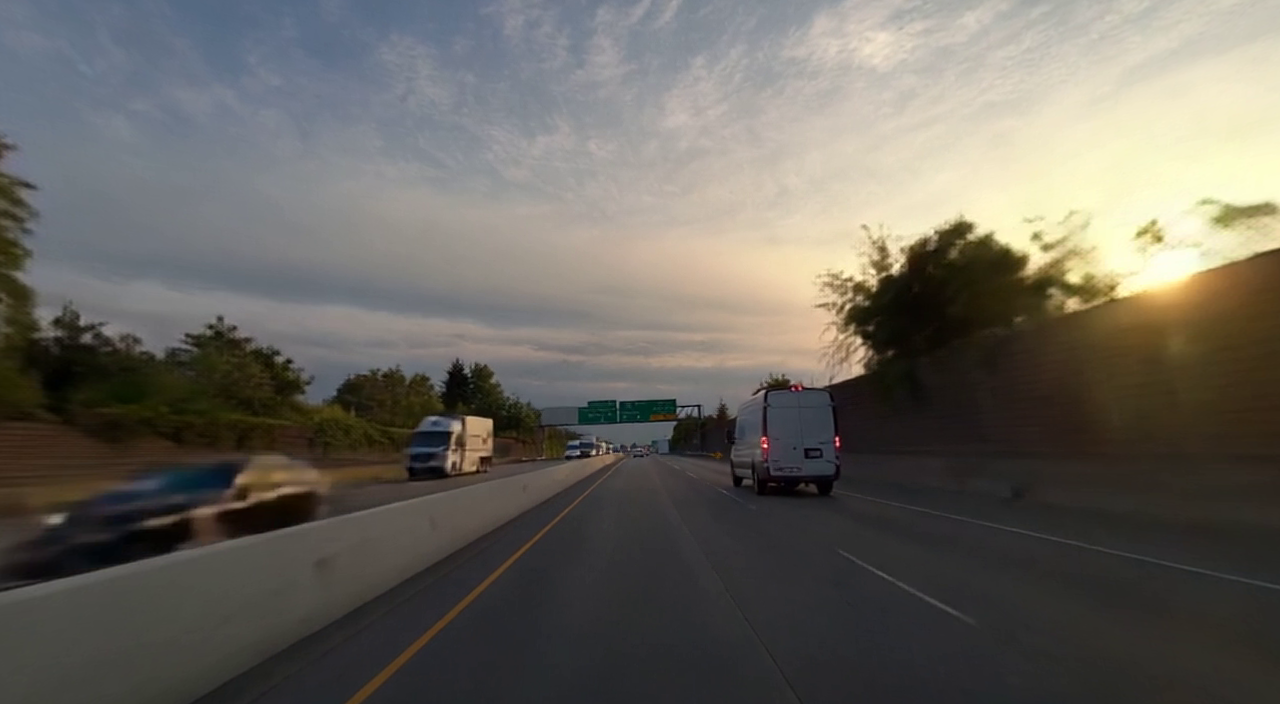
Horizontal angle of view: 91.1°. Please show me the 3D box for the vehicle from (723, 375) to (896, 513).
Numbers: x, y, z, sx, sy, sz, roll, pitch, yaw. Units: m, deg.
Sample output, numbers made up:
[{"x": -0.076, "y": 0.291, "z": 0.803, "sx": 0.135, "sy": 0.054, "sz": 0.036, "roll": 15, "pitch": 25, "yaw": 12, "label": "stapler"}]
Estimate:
[{"x": 3.933, "y": 2.398, "z": 16.374, "sx": 2.449, "sy": 2.805, "sz": 6.763, "roll": 0, "pitch": -9, "yaw": -1, "label": "vehicle"}]

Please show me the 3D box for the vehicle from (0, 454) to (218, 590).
[{"x": -7.872, "y": 2.127, "z": 8.482, "sx": 1.800, "sy": 1.441, "sz": 3.633, "roll": 0, "pitch": -9, "yaw": 0, "label": "vehicle"}]

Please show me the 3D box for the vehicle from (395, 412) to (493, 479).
[{"x": -12.814, "y": 6.326, "z": 42.398, "sx": 3.343, "sy": 3.928, "sz": 10.064, "roll": 0, "pitch": -9, "yaw": 0, "label": "vehicle"}]
